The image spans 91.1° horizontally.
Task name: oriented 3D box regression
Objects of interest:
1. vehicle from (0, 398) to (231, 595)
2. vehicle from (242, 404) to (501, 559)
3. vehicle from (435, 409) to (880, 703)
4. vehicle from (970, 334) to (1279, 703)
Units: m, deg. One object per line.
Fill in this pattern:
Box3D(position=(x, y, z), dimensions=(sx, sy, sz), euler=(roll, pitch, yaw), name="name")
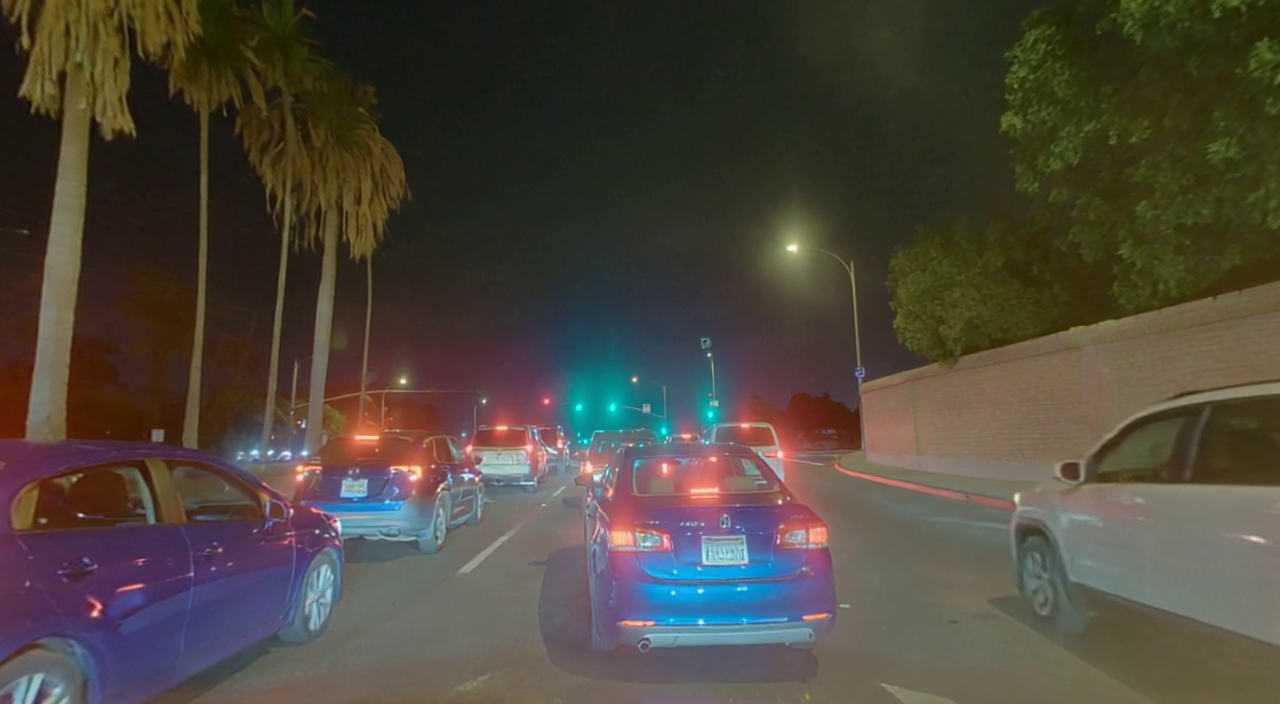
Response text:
Box3D(position=(-6.671, 1.406, 6.395), dimensions=(1.963, 1.721, 4.662), euler=(0, -8, -2), name="vehicle")
Box3D(position=(-3.517, 1.775, 9.283), dimensions=(2.055, 1.746, 4.136), euler=(0, -8, -2), name="vehicle")
Box3D(position=(0.047, 1.336, 5.203), dimensions=(2.128, 1.473, 4.272), euler=(0, -8, -1), name="vehicle")
Box3D(position=(3.532, 0.937, 3.092), dimensions=(2.112, 1.717, 4.432), euler=(-2, -9, 11), name="vehicle")
